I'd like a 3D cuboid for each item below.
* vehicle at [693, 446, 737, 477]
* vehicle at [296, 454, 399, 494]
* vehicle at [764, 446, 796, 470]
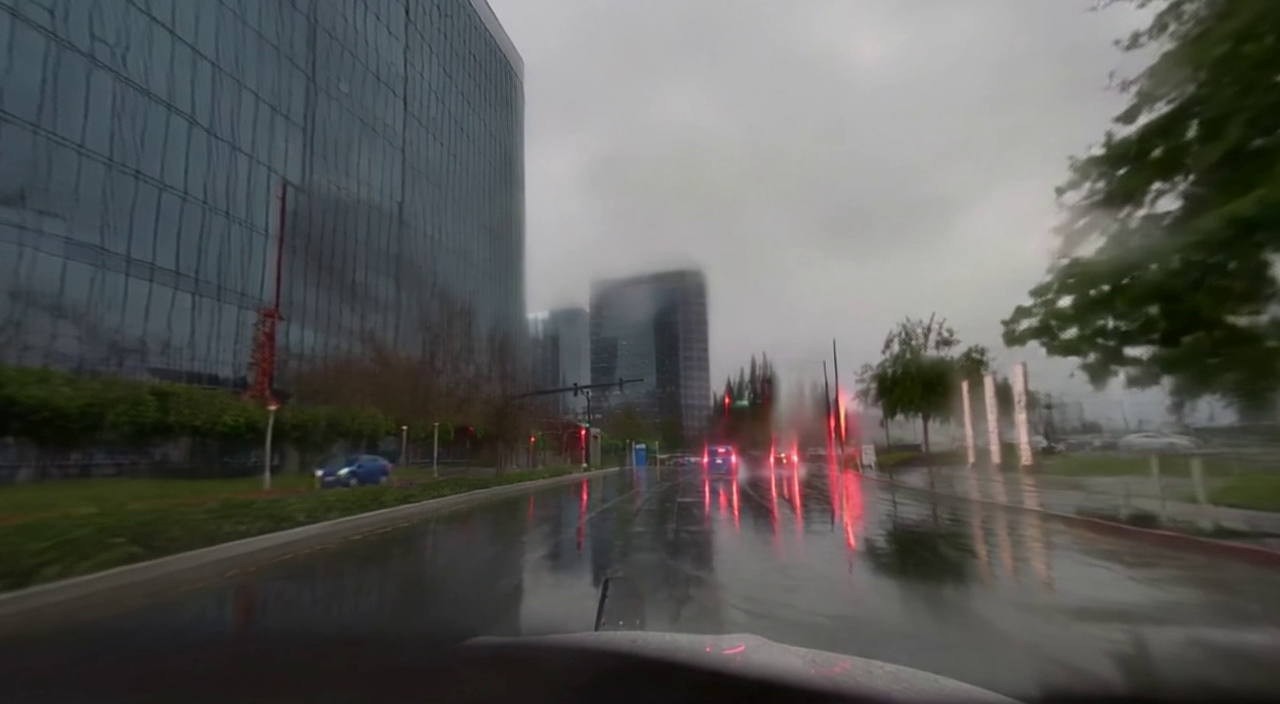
[{"bbox_3d":[4.060,5.799,33.553,2.127,1.497,4.020,-2,-9,9],"label":"vehicle"},{"bbox_3d":[-13.234,5.528,28.892,1.926,1.619,4.649,-2,-9,9],"label":"vehicle"},{"bbox_3d":[9.127,6.968,41.367,1.916,1.492,3.911,-2,-9,11],"label":"vehicle"}]
